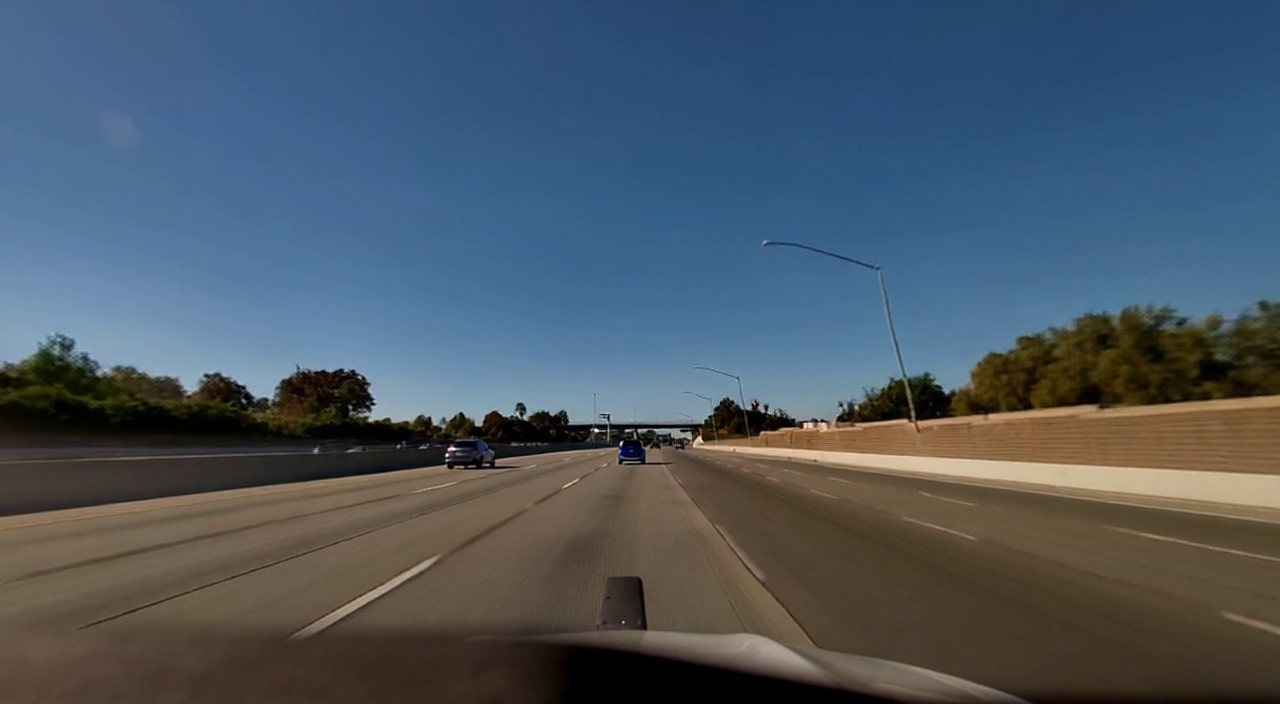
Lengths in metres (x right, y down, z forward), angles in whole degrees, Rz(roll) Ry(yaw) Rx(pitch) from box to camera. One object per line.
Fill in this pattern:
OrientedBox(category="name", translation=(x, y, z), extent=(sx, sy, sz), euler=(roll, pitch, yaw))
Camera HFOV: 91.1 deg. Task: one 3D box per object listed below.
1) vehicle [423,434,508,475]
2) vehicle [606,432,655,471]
OrientedBox(category="vehicle", translation=(-6.976, 4.152, 25.656), extent=(1.994, 1.519, 4.668), euler=(0, -9, 1))
OrientedBox(category="vehicle", translation=(-0.378, 4.709, 29.879), extent=(2.155, 1.690, 4.318), euler=(0, -8, 1))
